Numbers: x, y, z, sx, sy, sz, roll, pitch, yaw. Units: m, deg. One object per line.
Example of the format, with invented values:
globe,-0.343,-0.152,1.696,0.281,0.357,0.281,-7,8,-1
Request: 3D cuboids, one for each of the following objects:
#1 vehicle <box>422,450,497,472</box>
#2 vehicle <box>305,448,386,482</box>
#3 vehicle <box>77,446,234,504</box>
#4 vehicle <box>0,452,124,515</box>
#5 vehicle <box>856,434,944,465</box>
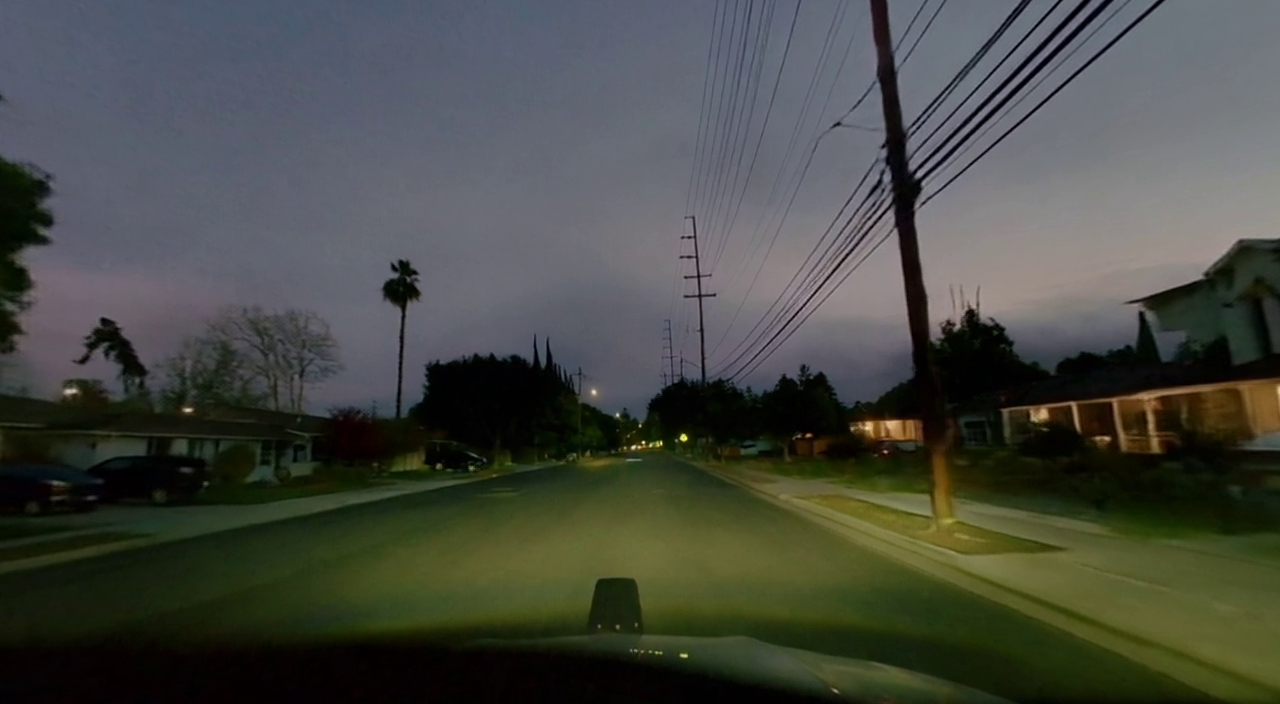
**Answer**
vehicle,-12.666,7.673,44.463,4.718,1.454,1.843,-1,-9,6
vehicle,-15.264,5.867,33.088,1.816,1.614,4.866,0,-8,1
vehicle,-15.542,3.940,20.314,4.265,1.583,1.913,-6,-9,19
vehicle,-16.799,3.422,16.715,4.519,1.508,2.018,0,-9,1
vehicle,14.551,5.469,35.485,4.078,1.516,1.798,-3,-9,3
